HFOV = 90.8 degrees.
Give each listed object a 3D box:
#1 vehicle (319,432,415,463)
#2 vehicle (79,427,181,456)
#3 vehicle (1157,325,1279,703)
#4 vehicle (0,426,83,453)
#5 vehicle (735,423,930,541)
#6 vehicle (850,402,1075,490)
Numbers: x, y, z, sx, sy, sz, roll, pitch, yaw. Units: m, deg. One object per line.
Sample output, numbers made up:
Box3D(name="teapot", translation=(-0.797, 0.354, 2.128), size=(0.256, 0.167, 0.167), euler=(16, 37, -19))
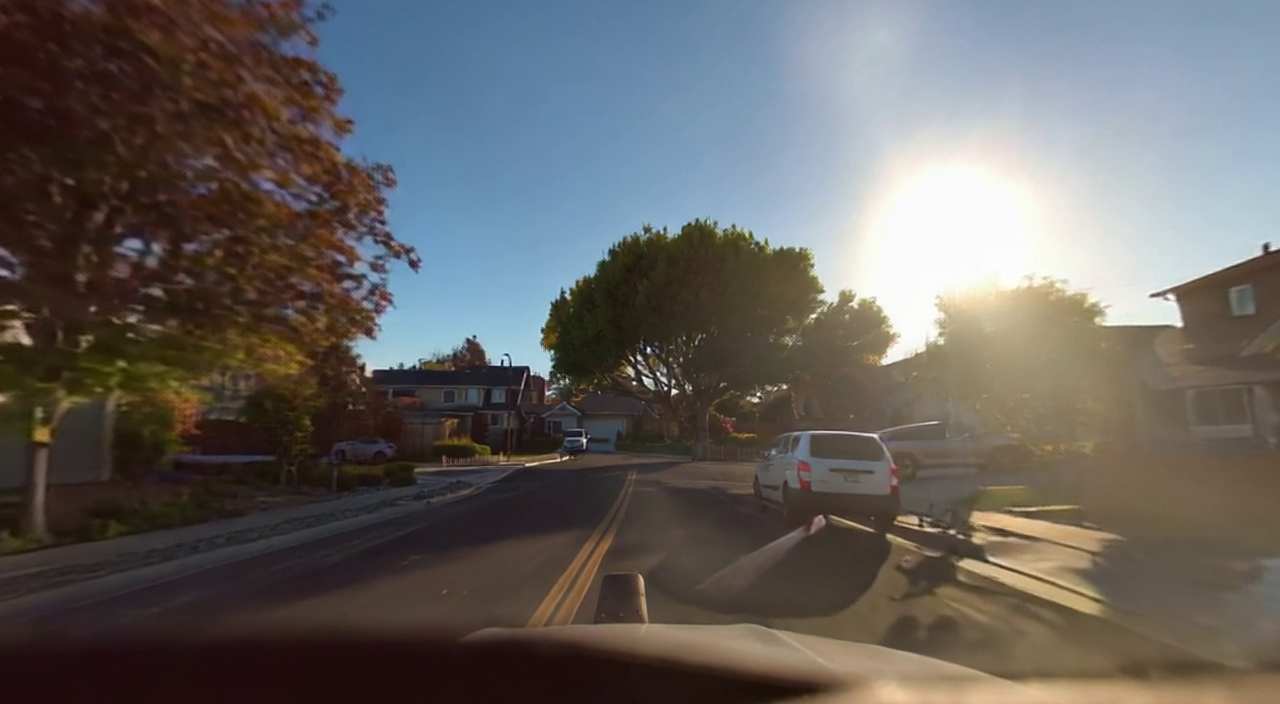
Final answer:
Box3D(name="vehicle", translation=(-16.382, 5.769, 38.073), size=(4.722, 1.730, 2.109), euler=(0, -11, 4))
Box3D(name="vehicle", translation=(-30.959, 5.466, 38.424), size=(4.562, 1.613, 1.979), euler=(0, -10, 4))
Box3D(name="vehicle", translation=(3.022, 0.493, 0.373), size=(1.822, 1.668, 4.147), euler=(0, -9, -1))
Box3D(name="vehicle", translation=(-37.427, 5.362, 38.628), size=(4.969, 1.501, 1.905), euler=(0, -10, 3))
Box3D(name="vehicle", translation=(3.202, 2.307, 11.944), size=(2.074, 1.646, 5.457), euler=(1, -9, 1))
Box3D(name="vehicle", translation=(8.897, 2.661, 17.866), size=(4.912, 1.866, 2.359), euler=(-5, -9, -1))
